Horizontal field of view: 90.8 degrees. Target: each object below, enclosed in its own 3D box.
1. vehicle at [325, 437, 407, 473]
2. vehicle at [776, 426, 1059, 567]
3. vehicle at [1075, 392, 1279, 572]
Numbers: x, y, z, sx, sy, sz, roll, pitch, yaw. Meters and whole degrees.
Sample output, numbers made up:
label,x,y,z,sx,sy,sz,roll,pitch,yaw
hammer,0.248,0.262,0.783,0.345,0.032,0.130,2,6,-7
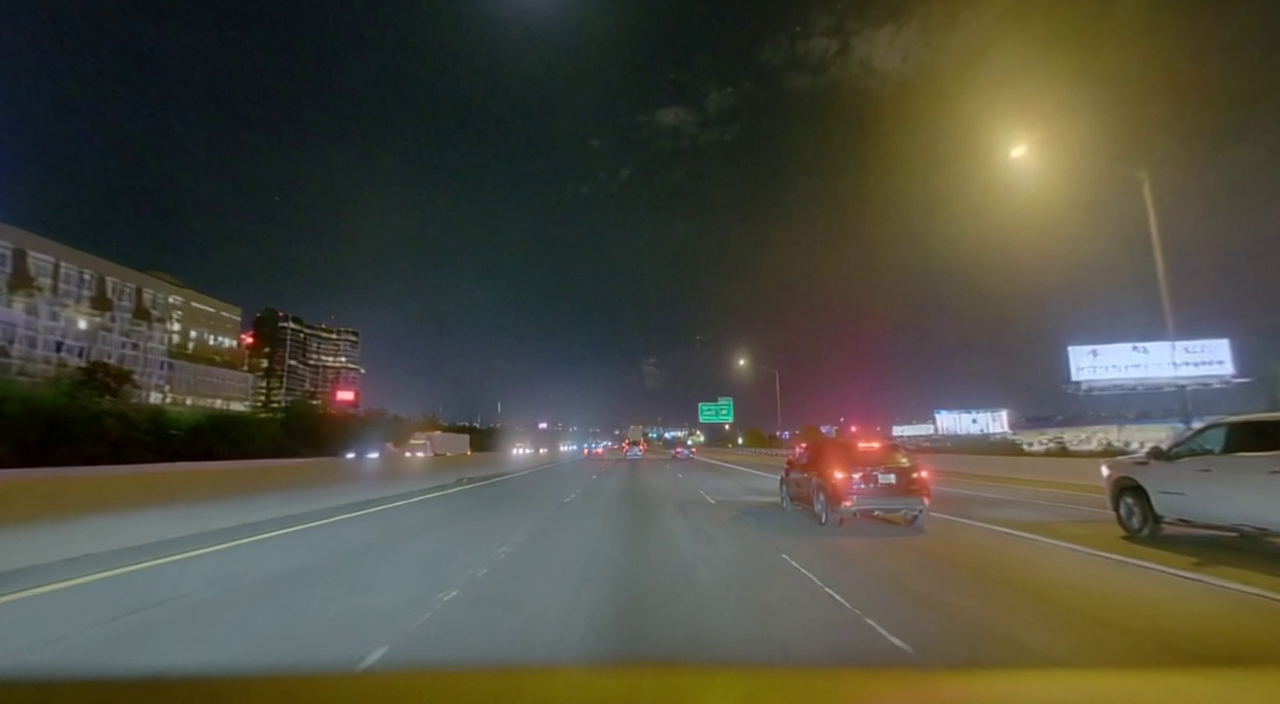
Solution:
label,x,y,z,sx,sy,sz,roll,pitch,yaw
vehicle,-15.148,5.731,35.299,2.290,1.858,4.978,0,-9,1
vehicle,3.511,1.914,9.181,1.987,1.509,4.512,0,-9,-1
vehicle,7.557,1.380,6.823,2.176,1.793,4.841,0,-9,-1
